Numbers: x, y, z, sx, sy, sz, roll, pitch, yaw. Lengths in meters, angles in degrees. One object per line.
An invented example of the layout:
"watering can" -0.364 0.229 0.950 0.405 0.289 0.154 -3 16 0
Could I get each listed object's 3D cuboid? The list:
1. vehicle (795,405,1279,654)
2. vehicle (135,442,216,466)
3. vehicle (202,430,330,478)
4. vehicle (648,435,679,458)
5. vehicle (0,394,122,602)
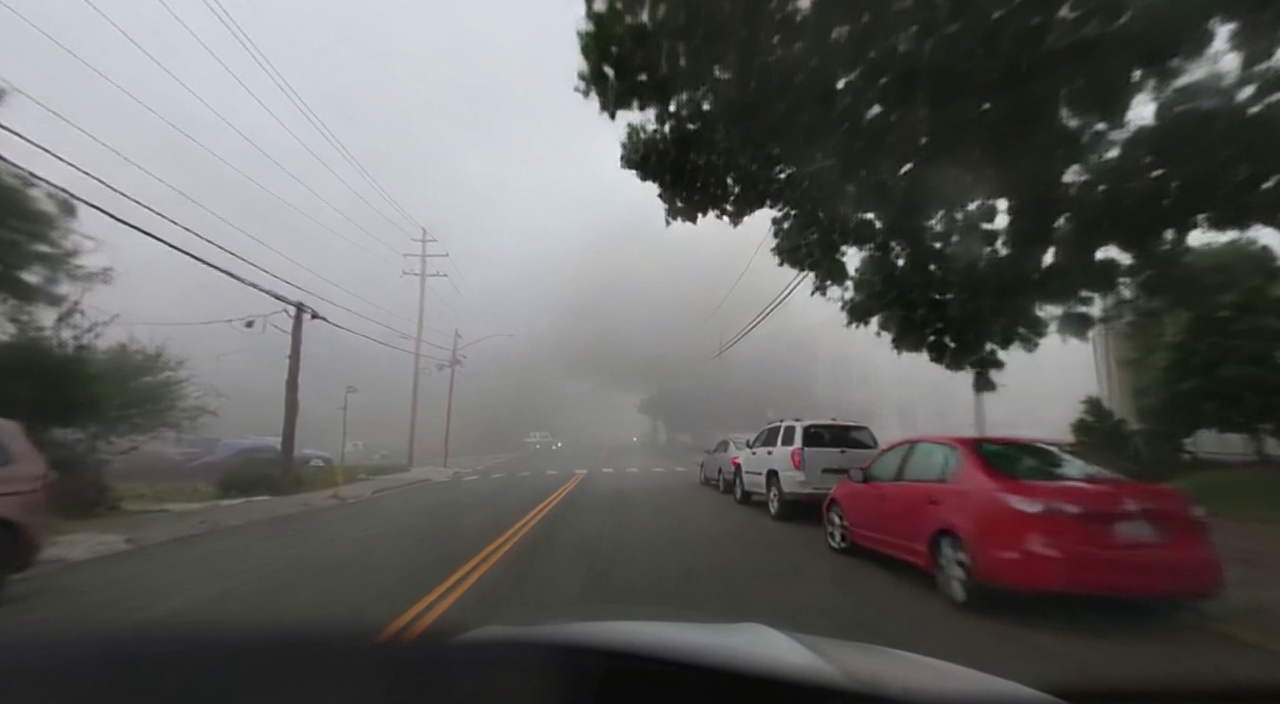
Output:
"vehicle" 3.300 1.463 6.475 1.895 1.537 4.844 0 -8 -4
"vehicle" -32.897 7.225 44.819 1.732 1.511 4.151 -3 -10 29
"vehicle" -17.233 4.661 29.232 4.822 1.868 2.015 3 -9 -39
"vehicle" 1.740 7.208 48.214 1.999 1.604 4.065 0 -8 -3
"vehicle" -6.719 1.200 4.676 1.992 1.853 4.561 -1 -7 -2
